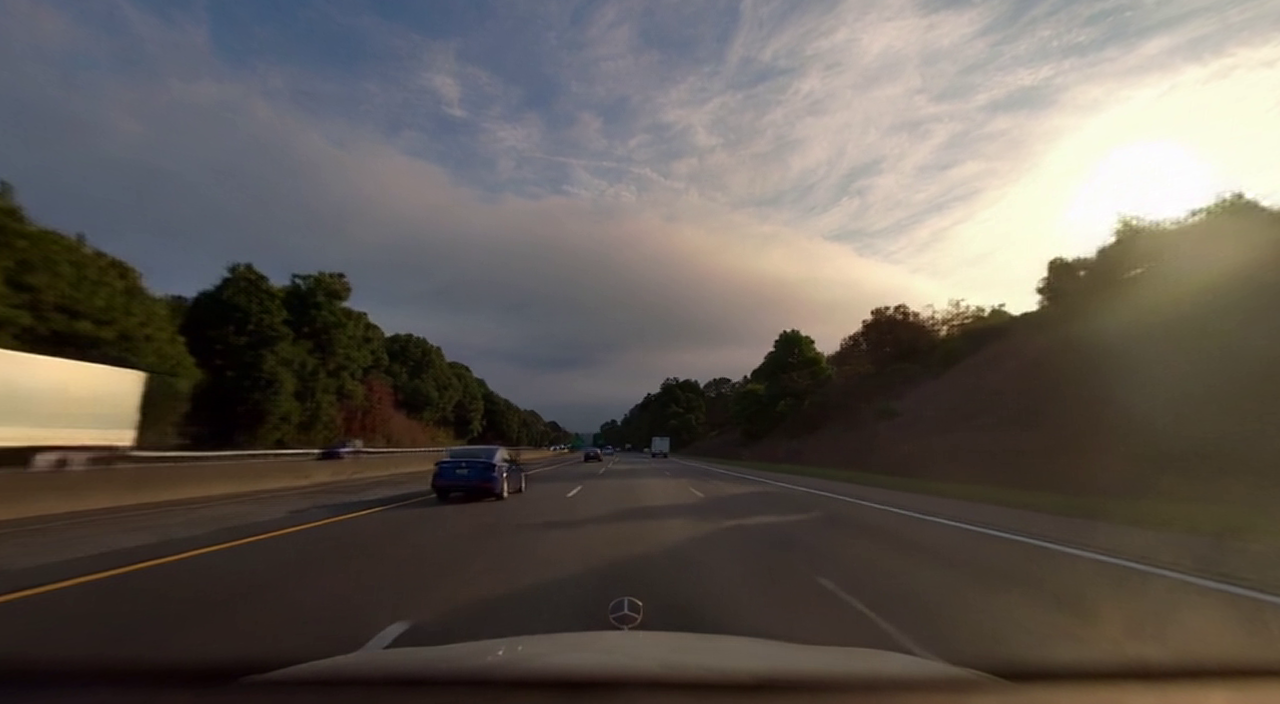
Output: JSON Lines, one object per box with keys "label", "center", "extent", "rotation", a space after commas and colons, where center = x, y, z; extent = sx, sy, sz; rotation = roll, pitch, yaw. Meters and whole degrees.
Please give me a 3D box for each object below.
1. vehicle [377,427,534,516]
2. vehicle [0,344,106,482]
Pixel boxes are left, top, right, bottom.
{"label": "vehicle", "center": [-3.880, 2.609, 14.238], "extent": [2.108, 1.666, 4.558], "rotation": [0, -9, 1]}
{"label": "vehicle", "center": [-21.666, 1.219, 15.360], "extent": [2.899, 4.311, 16.357], "rotation": [0, -9, 0]}
